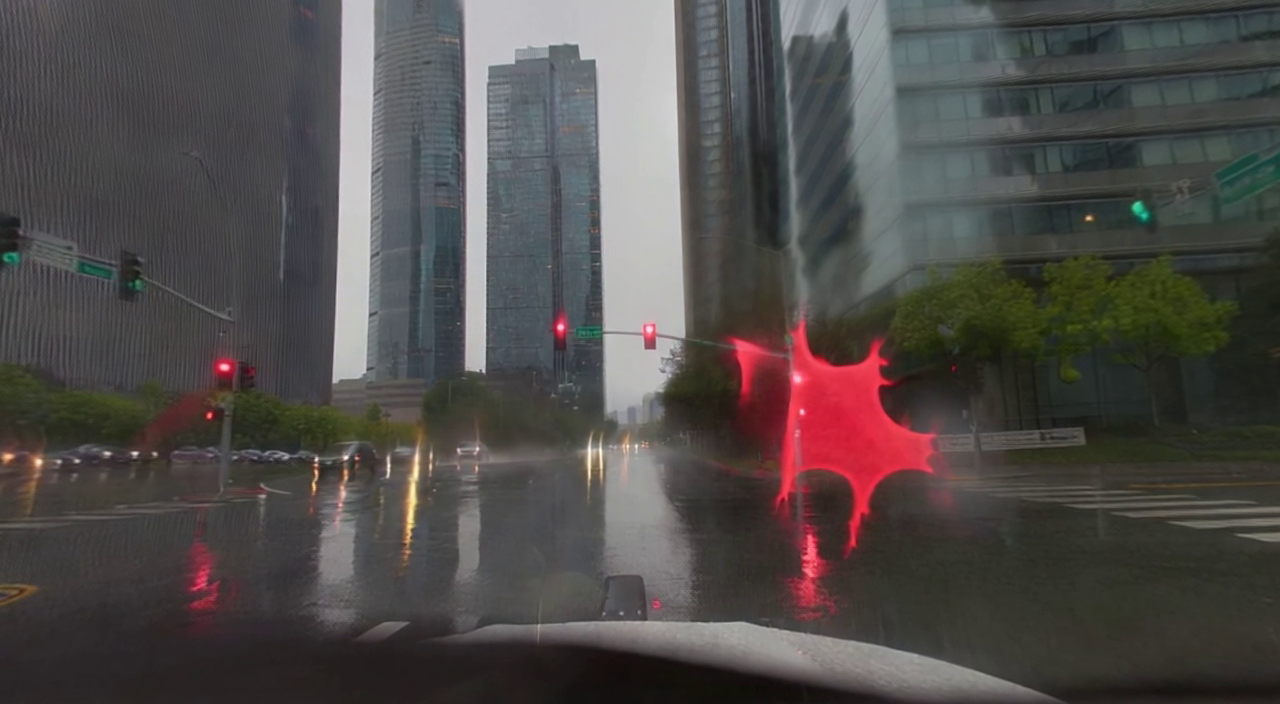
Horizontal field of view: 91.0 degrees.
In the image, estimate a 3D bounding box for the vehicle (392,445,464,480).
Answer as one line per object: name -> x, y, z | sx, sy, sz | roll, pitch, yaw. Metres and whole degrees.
vehicle -> -11.632, 6.070, 34.954 | 2.069, 1.771, 4.947 | 0, -9, 3
